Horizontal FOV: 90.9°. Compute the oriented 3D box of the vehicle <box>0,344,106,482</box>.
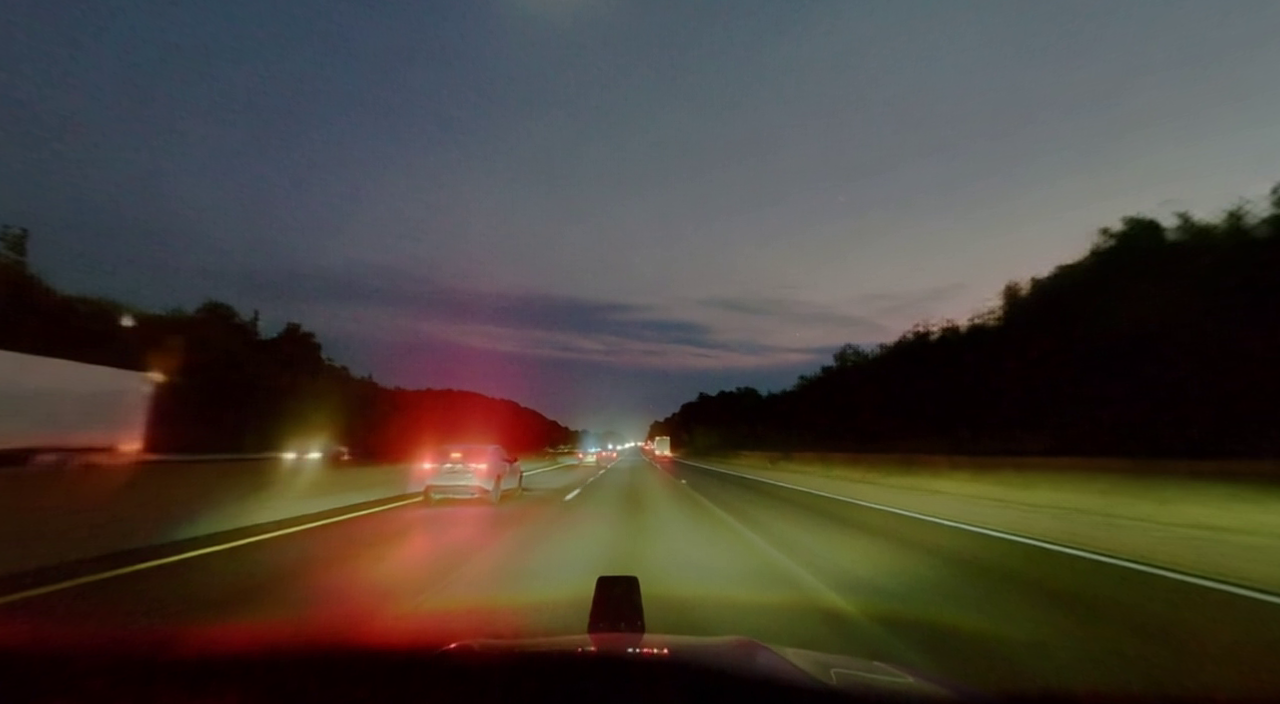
[{"bbox_3d":[-21.666,1.219,15.360,2.899,4.311,16.357,0,-9,0],"label":"vehicle"}]

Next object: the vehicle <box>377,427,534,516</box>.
[{"bbox_3d":[-3.880,2.609,14.238,2.108,1.666,4.558,0,-9,1],"label":"vehicle"}]
